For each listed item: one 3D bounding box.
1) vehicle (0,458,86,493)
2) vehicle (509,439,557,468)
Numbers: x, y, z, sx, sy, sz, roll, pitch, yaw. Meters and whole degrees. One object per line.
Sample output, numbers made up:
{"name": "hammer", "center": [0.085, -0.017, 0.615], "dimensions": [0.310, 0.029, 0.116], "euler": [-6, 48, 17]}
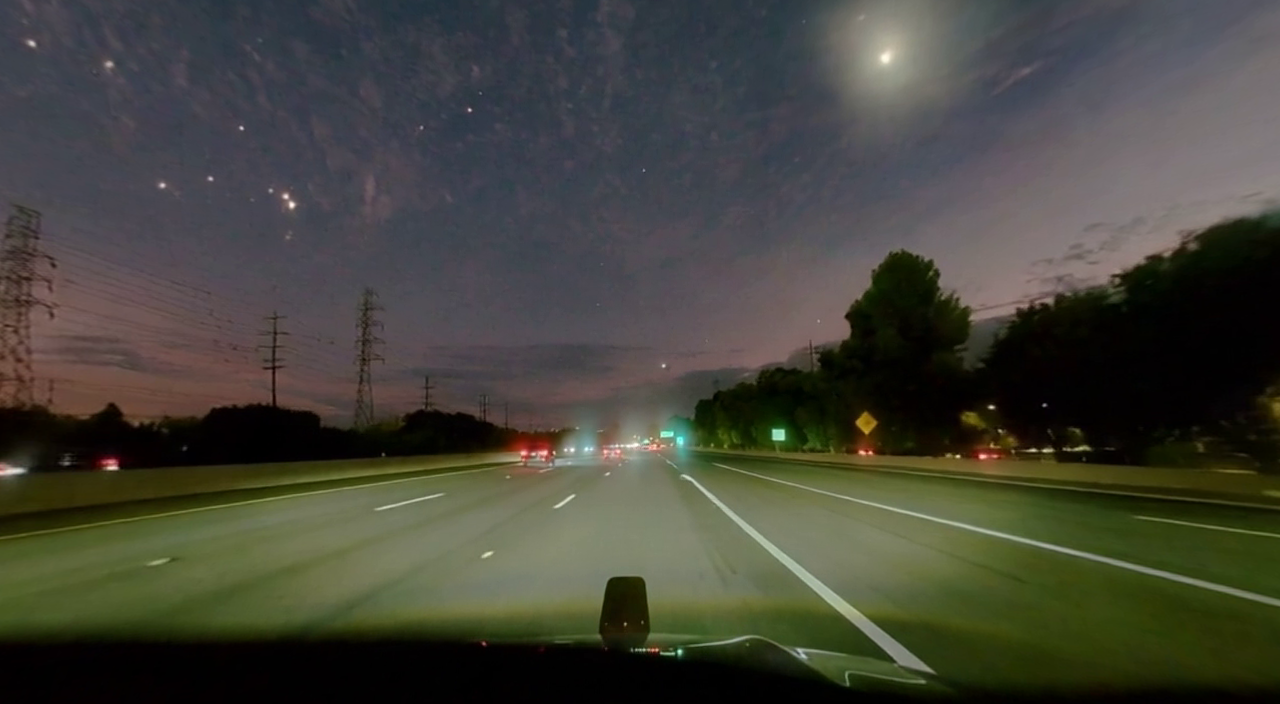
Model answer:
{"name": "vehicle", "center": [-29.823, 5.908, 30.408], "dimensions": [1.811, 1.479, 4.751], "euler": [0, -9, 1]}
{"name": "vehicle", "center": [-6.760, 6.472, 40.382], "dimensions": [2.118, 1.696, 4.836], "euler": [0, -9, 2]}
